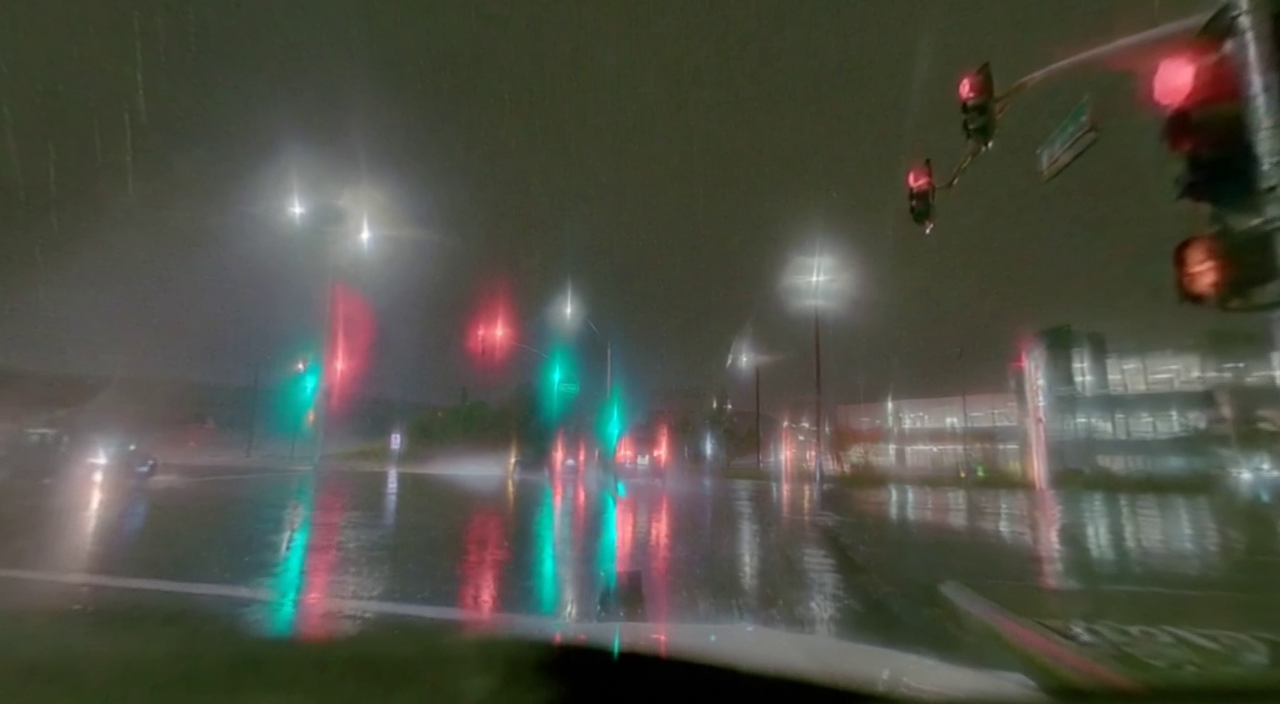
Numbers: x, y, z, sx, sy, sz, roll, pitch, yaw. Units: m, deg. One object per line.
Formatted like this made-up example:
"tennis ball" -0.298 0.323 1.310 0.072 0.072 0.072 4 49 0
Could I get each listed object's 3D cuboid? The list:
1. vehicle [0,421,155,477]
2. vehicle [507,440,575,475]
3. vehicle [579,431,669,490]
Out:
"vehicle" -18.437 3.060 20.144 5.413 1.572 2.325 -4 -9 24
"vehicle" -4.987 5.221 31.529 2.007 1.605 3.852 5 -9 -31
"vehicle" -0.596 3.137 18.611 2.048 1.516 3.874 1 -8 -11
